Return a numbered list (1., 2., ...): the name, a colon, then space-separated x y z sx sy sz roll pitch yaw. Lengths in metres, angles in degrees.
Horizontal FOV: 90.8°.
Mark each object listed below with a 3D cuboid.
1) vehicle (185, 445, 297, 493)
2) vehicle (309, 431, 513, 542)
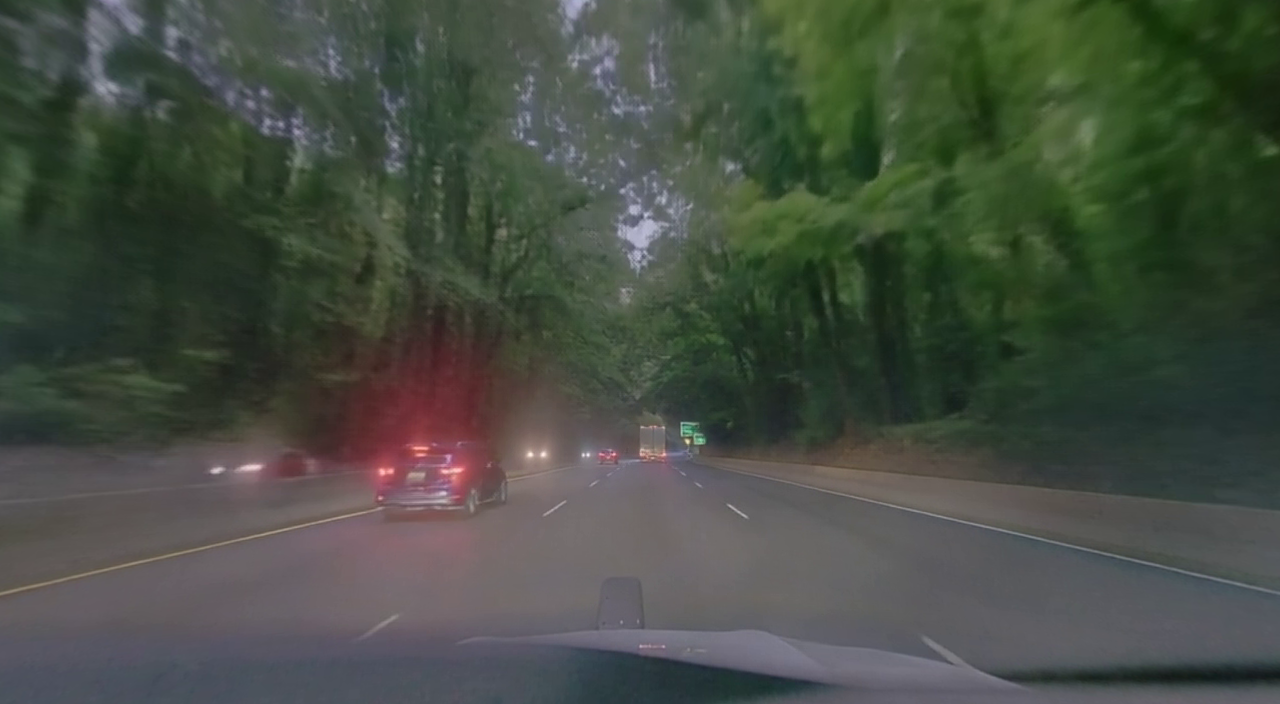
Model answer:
1. vehicle: -16.285 4.780 26.033 1.871 1.782 4.055 0 -9 1
2. vehicle: -3.811 2.317 11.478 2.057 1.618 4.212 0 -9 1
